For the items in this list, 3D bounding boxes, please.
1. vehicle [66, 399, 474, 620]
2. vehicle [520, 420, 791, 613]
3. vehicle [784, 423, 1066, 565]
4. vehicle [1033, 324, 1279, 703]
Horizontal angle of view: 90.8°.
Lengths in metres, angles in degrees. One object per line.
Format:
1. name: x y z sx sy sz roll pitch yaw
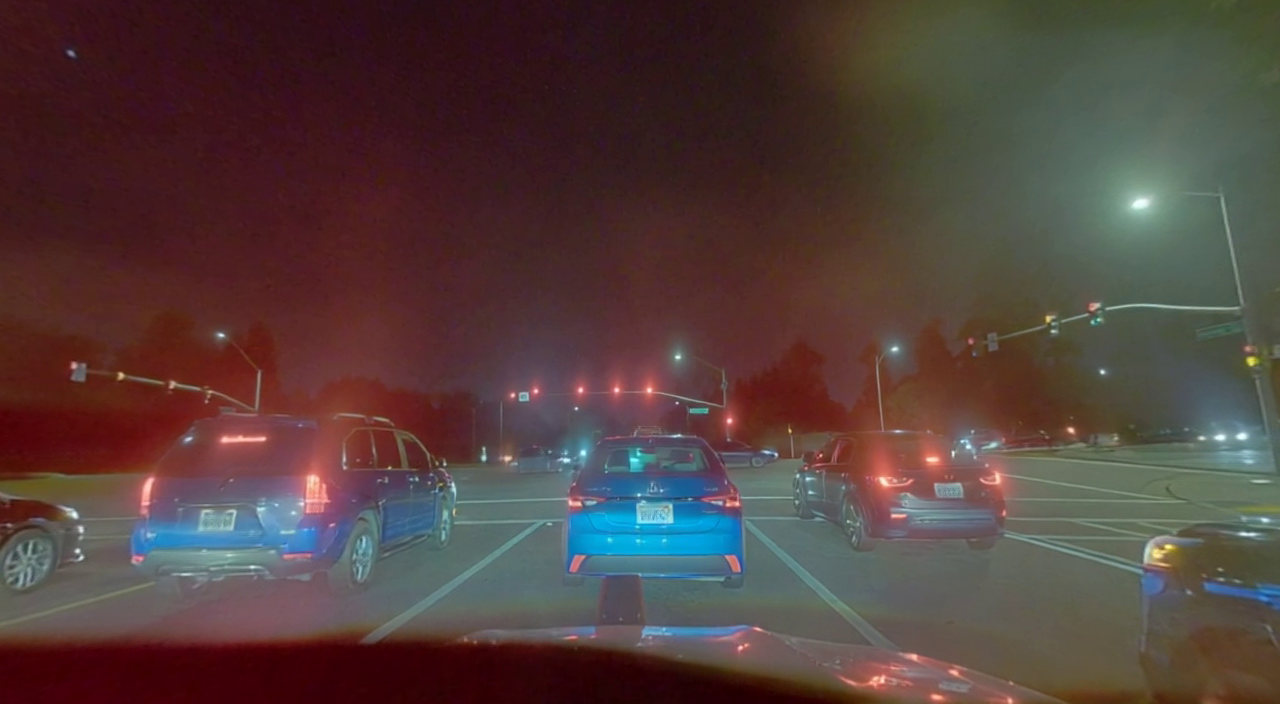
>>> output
1. vehicle: -3.417 1.535 7.059 1.958 1.693 4.242 0 -9 0
2. vehicle: 0.062 1.592 7.023 2.114 1.482 4.056 0 -9 -2
3. vehicle: 3.533 1.841 8.956 1.874 1.487 4.404 0 -9 -1
4. vehicle: 3.231 0.618 1.174 2.178 1.691 4.314 0 -9 0
